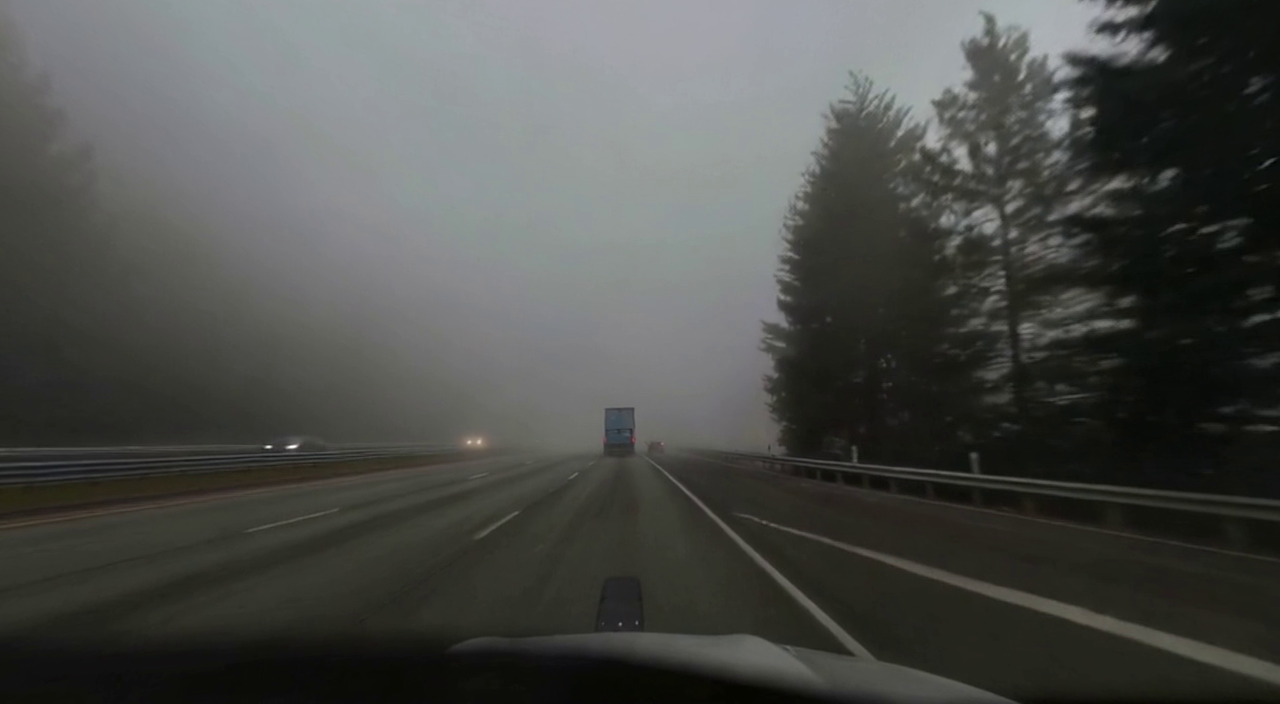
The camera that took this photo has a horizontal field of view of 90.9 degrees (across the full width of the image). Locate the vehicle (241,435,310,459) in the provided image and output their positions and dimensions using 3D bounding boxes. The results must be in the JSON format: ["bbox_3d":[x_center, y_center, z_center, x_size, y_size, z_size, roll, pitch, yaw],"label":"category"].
[{"bbox_3d":[-23.858,6.216,41.449,1.813,1.473,4.499,0,-8,0],"label":"vehicle"}]
